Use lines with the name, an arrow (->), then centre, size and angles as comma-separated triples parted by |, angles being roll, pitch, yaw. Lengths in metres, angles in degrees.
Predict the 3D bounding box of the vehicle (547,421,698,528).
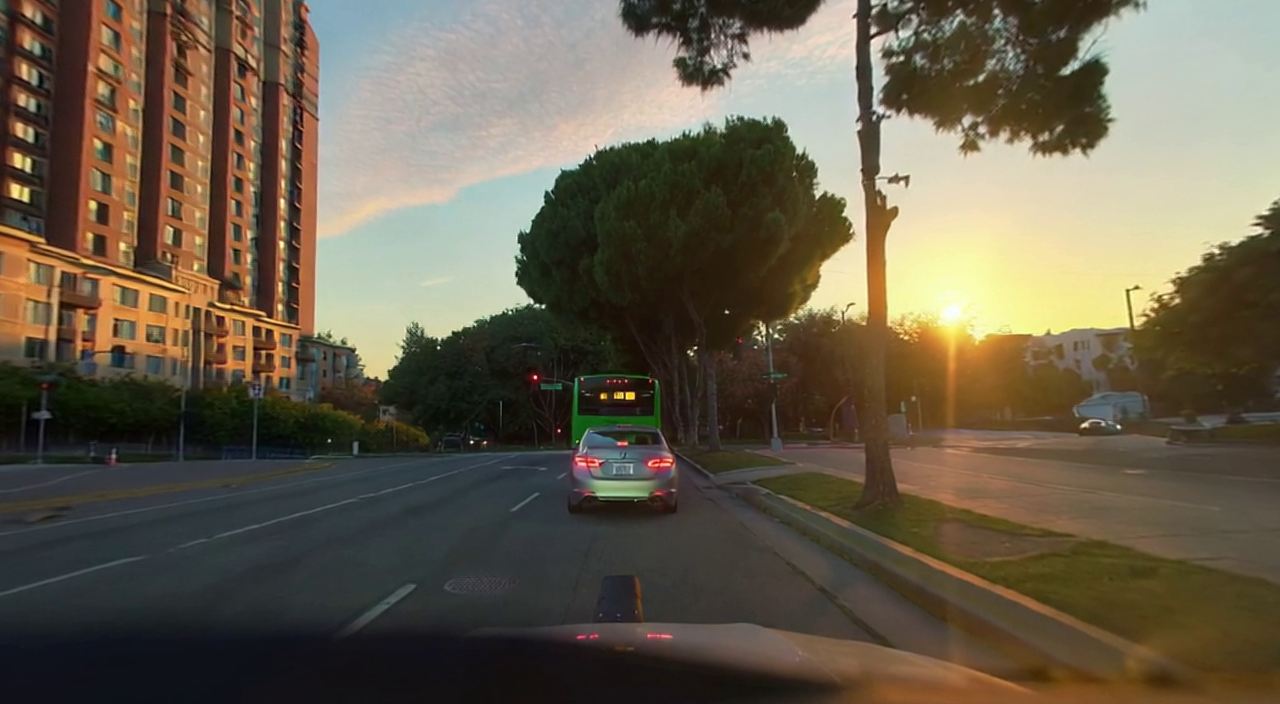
vehicle -> -0.280, 1.947, 10.669 | 2.064, 1.452, 3.942 | 0, -8, -1
